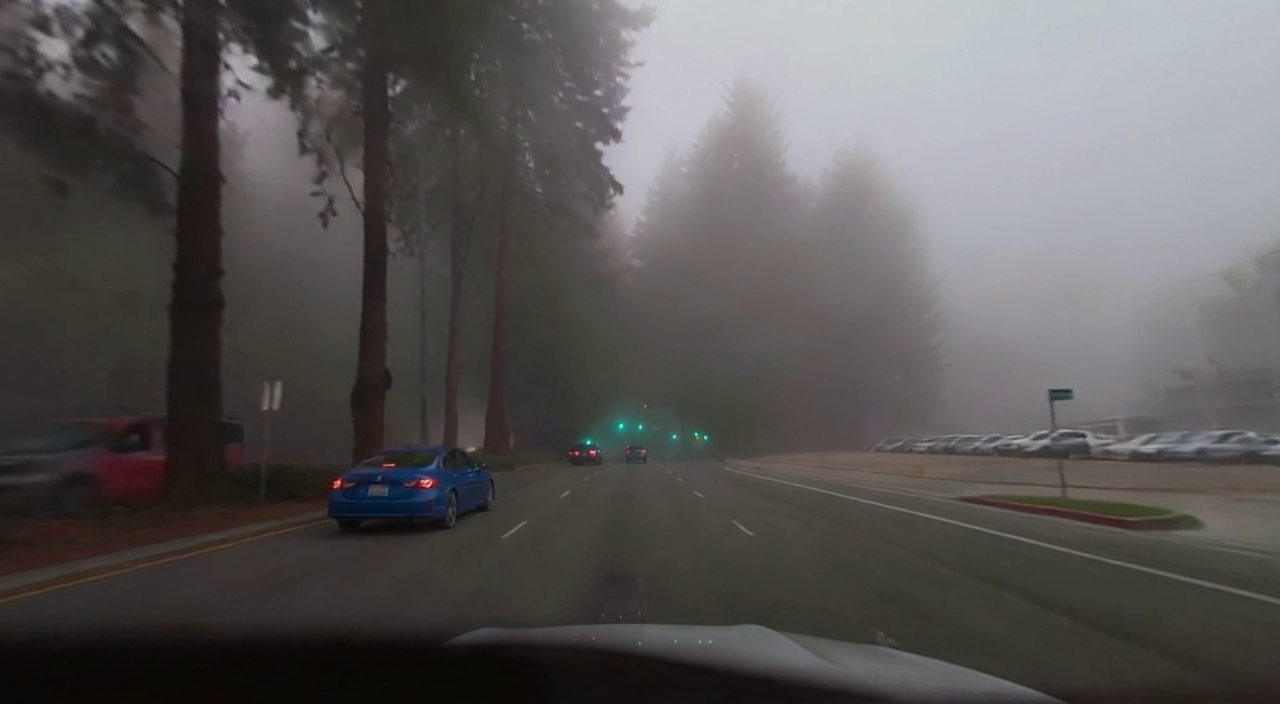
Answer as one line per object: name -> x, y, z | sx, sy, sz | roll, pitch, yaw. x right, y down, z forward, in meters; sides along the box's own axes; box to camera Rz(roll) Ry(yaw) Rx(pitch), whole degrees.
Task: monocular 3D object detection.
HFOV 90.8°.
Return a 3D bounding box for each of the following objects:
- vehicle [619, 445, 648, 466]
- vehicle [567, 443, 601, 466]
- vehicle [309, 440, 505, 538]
vehicle -> -0.476, 7.535, 46.016 | 1.991, 1.431, 4.199 | 0, -9, -1
vehicle -> -4.060, 7.501, 46.359 | 2.103, 1.592, 4.160 | 0, -9, 0
vehicle -> -3.893, 2.345, 11.523 | 1.905, 1.418, 4.396 | 0, -9, 0
